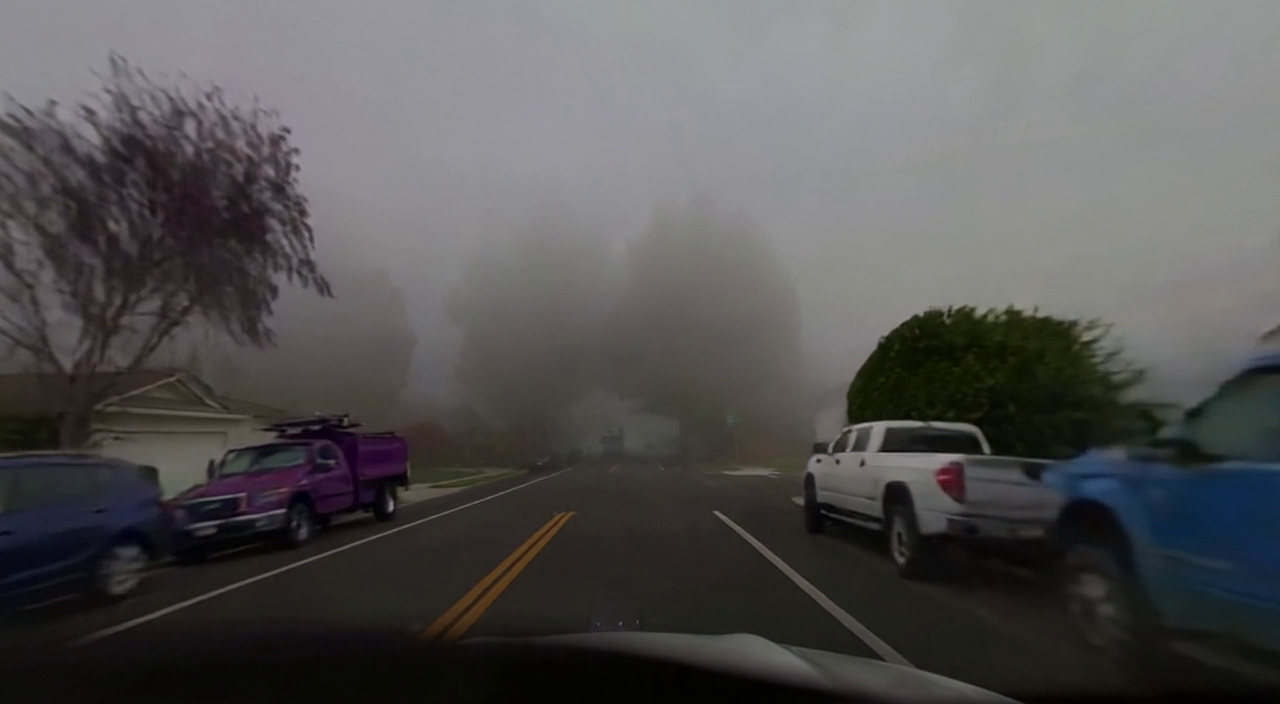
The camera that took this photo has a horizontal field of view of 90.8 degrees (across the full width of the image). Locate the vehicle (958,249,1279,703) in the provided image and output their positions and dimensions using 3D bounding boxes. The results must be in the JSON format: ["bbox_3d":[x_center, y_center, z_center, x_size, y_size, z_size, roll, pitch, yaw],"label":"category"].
[{"bbox_3d":[3.446,0.559,1.545,2.332,2.044,5.695,0,-9,0],"label":"vehicle"}]

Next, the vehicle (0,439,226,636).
[{"bbox_3d":[-6.862,1.771,6.236,2.005,1.785,5.179,0,-9,0],"label":"vehicle"}]

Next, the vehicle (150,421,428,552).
[{"bbox_3d":[-6.557,2.576,12.983,2.302,2.059,5.758,0,-9,1],"label":"vehicle"}]

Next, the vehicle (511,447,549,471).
[{"bbox_3d":[-8.572,8.356,49.699,2.119,1.775,4.643,0,-9,1],"label":"vehicle"}]
